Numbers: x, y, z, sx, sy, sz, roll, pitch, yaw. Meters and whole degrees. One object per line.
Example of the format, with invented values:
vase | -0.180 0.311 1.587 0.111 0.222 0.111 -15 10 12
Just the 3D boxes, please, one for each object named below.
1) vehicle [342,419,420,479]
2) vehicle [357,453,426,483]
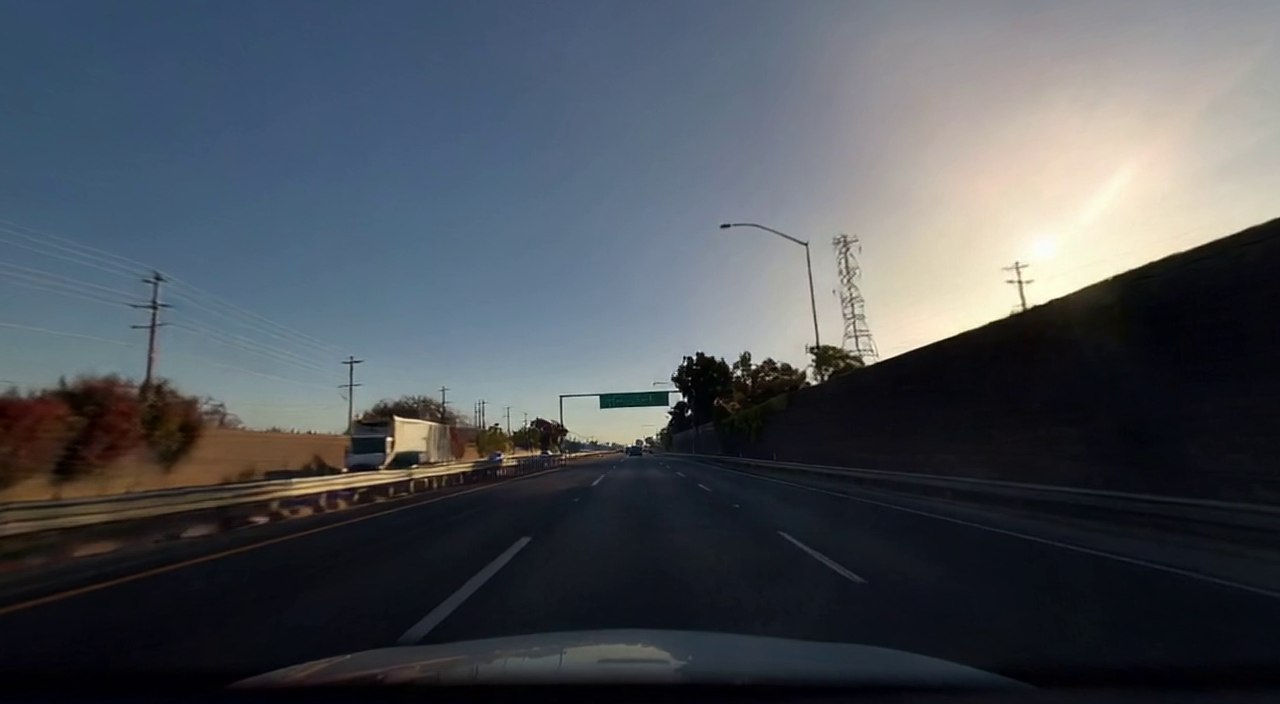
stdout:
vehicle | -18.304 6.929 44.944 3.032 3.987 5.941 0 -9 -1
vehicle | -13.004 6.075 33.228 1.816 1.473 4.499 0 -9 0
